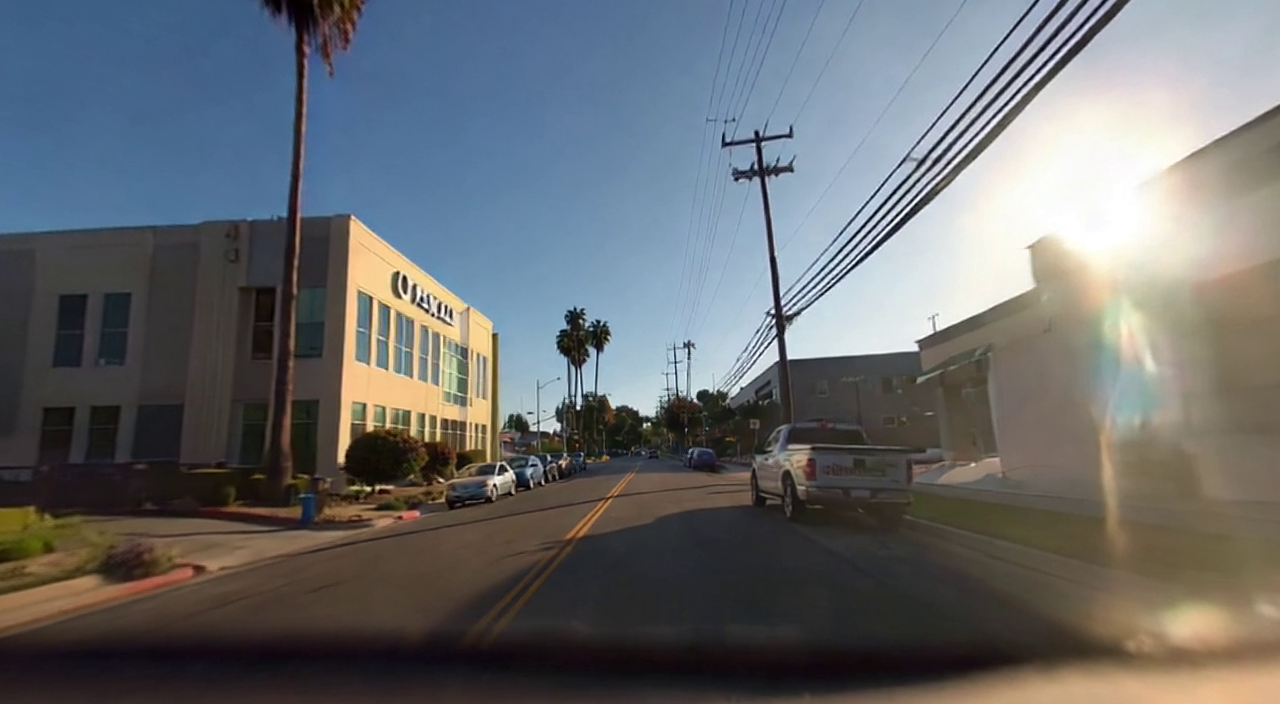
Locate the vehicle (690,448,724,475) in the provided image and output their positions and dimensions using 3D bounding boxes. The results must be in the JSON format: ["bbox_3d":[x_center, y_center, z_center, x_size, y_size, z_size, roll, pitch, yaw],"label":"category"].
[{"bbox_3d":[4.320,7.131,41.319,1.948,1.607,4.873,0,-9,3],"label":"vehicle"}]

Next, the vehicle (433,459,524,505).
[{"bbox_3d":[-5.750,4.680,23.106,1.982,1.453,4.577,0,-9,1],"label":"vehicle"}]

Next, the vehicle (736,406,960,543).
[{"bbox_3d":[3.717,2.400,12.933,2.485,2.123,6.029,0,-9,0],"label":"vehicle"}]

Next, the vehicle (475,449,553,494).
[{"bbox_3d":[-5.523,5.314,28.518,2.286,1.836,5.088,0,-9,2],"label":"vehicle"}]

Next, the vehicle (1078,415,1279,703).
[{"bbox_3d":[3.499,0.786,1.006,2.060,1.513,4.741,0,-9,-2],"label":"vehicle"}]
